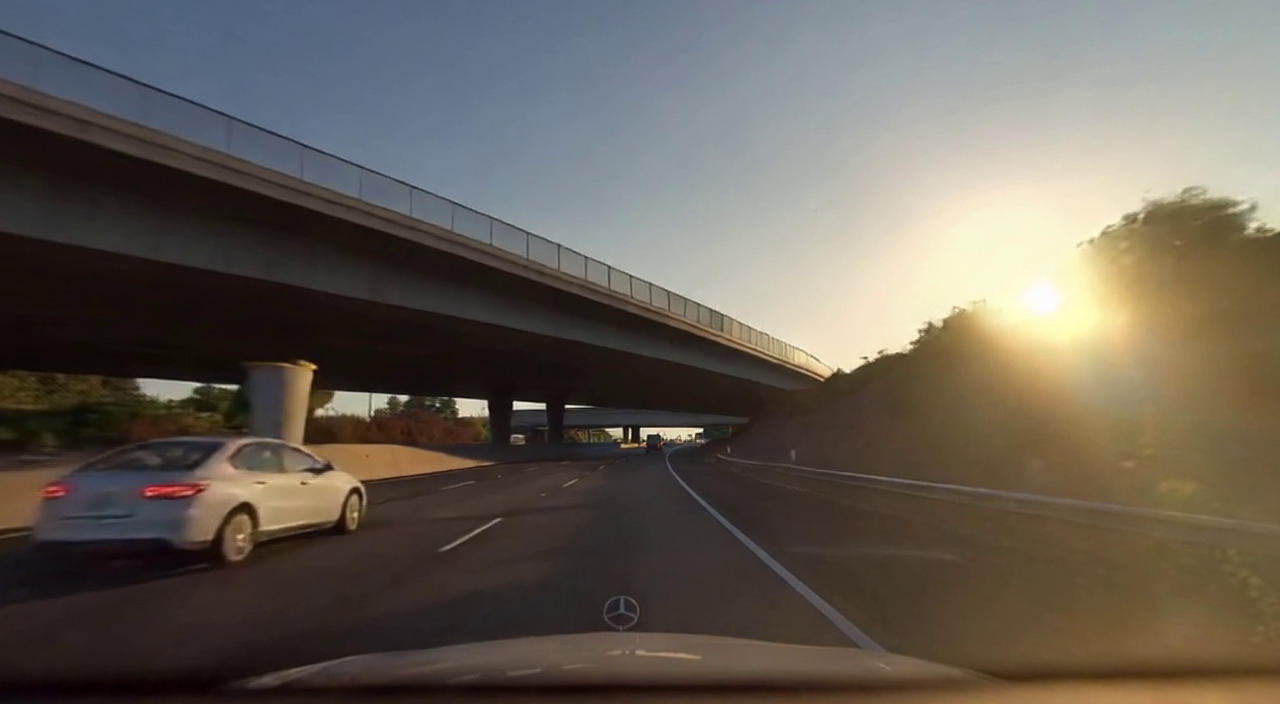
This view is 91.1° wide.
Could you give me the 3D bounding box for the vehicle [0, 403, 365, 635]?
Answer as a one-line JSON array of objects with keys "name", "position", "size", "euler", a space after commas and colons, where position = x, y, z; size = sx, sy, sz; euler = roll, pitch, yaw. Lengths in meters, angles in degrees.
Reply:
[{"name": "vehicle", "position": [-4.873, 1.474, 6.520], "size": [1.961, 1.540, 4.487], "euler": [0, -9, 1]}]
